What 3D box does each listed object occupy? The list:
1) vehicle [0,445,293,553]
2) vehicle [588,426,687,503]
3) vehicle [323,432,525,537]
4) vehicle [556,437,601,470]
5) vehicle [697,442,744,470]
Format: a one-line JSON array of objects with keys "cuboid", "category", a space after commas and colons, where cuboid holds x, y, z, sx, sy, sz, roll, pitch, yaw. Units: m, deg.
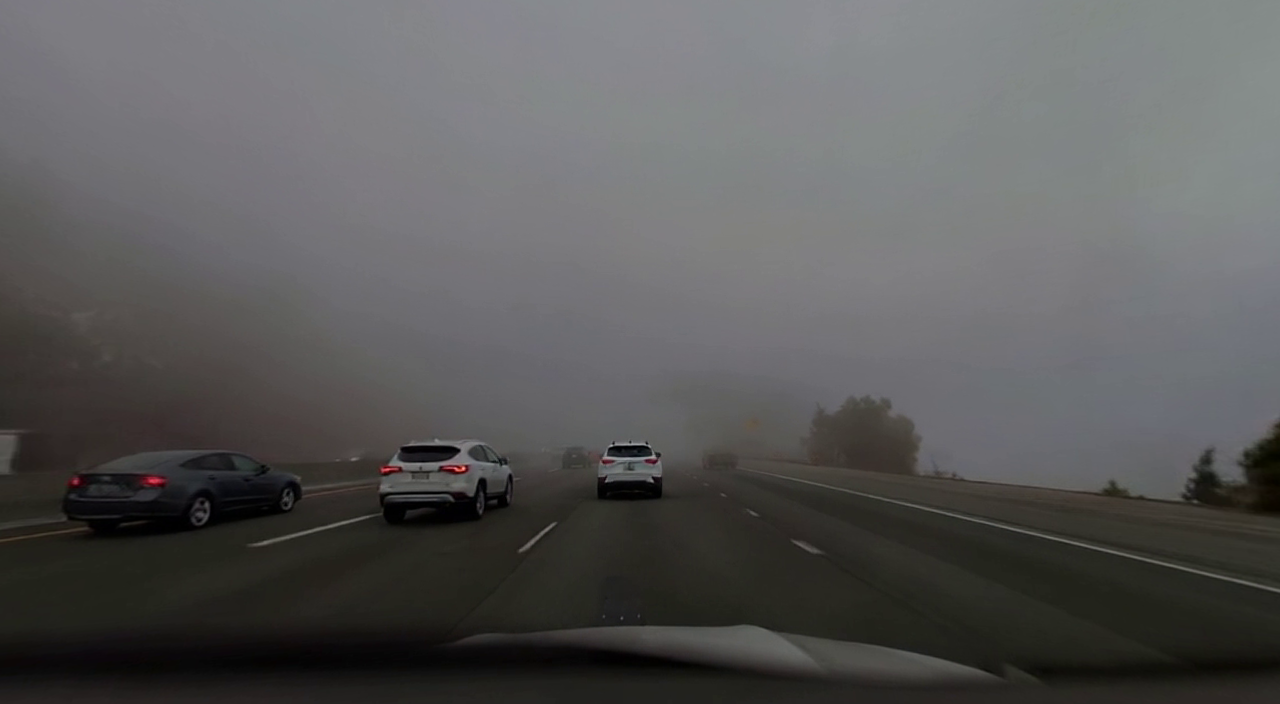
[{"cuboid": [-7.870, 2.229, 10.317, 1.948, 1.391, 4.111, 0, -9, 1], "category": "vehicle"}, {"cuboid": [-0.045, 2.856, 16.378, 2.223, 1.722, 4.177, 0, -9, 0], "category": "vehicle"}, {"cuboid": [-3.530, 2.249, 11.333, 2.011, 1.498, 4.341, 0, -9, 1], "category": "vehicle"}, {"cuboid": [-3.558, 5.981, 37.154, 2.142, 1.808, 4.266, 0, -9, 1], "category": "vehicle"}, {"cuboid": [4.540, 5.952, 36.180, 2.006, 1.474, 4.669, 0, -9, -1], "category": "vehicle"}]
